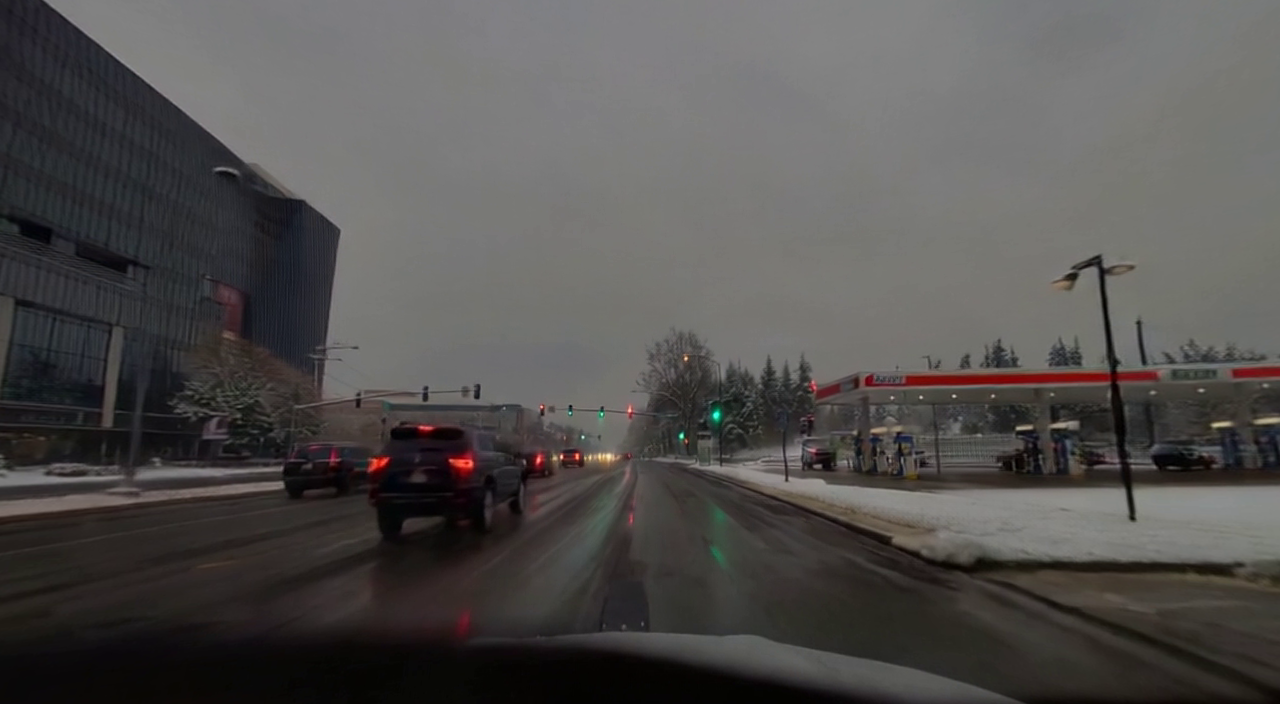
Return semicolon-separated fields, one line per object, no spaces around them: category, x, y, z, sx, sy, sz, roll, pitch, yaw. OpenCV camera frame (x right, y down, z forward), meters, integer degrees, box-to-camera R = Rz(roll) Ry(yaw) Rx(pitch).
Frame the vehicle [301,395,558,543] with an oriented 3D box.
vehicle;-3.420;2.155;12.225;2.602;2.091;6.347;0;-9;2
